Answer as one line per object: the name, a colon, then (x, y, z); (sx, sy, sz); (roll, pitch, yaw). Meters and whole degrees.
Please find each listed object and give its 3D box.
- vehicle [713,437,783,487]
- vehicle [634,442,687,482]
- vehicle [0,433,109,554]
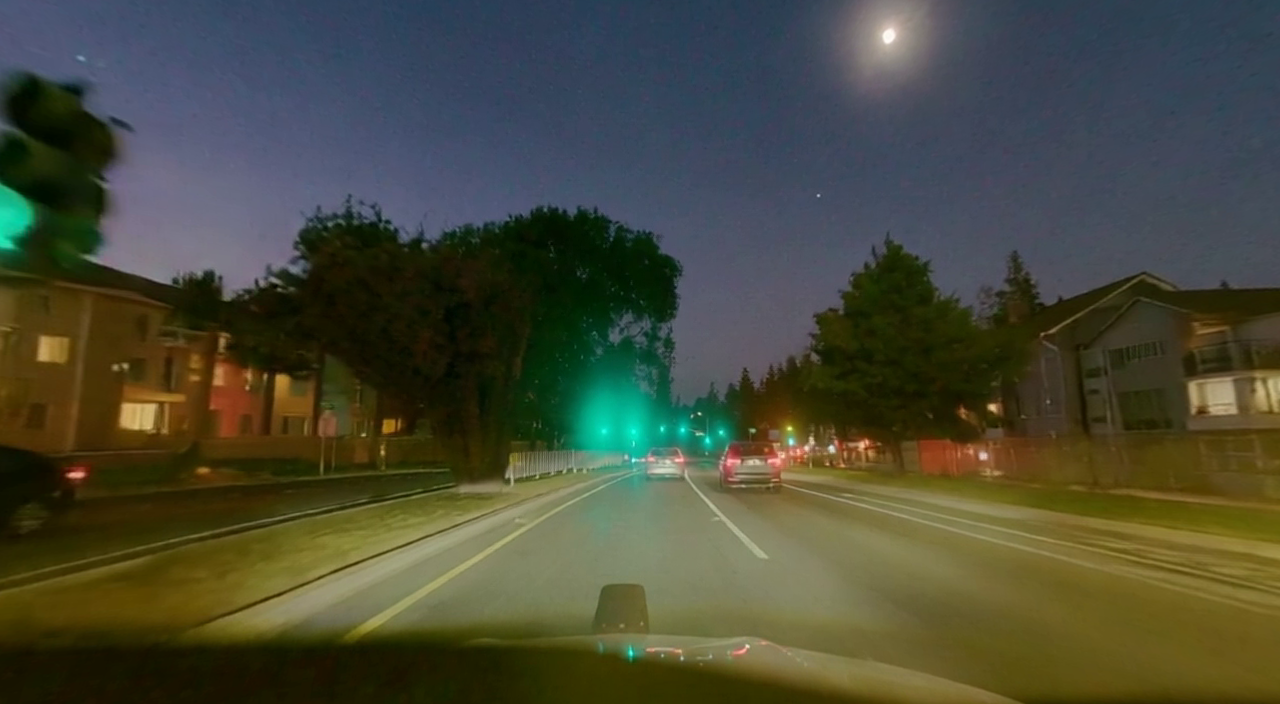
vehicle: (4.201, 4.329, 25.183); (2.166, 1.799, 4.372); (-1, -8, 2)
vehicle: (1.078, 5.333, 30.865); (2.185, 1.822, 4.391); (-1, -8, 7)
vehicle: (-9.123, 1.675, 7.144); (1.991, 1.503, 4.688); (-1, -8, 3)
